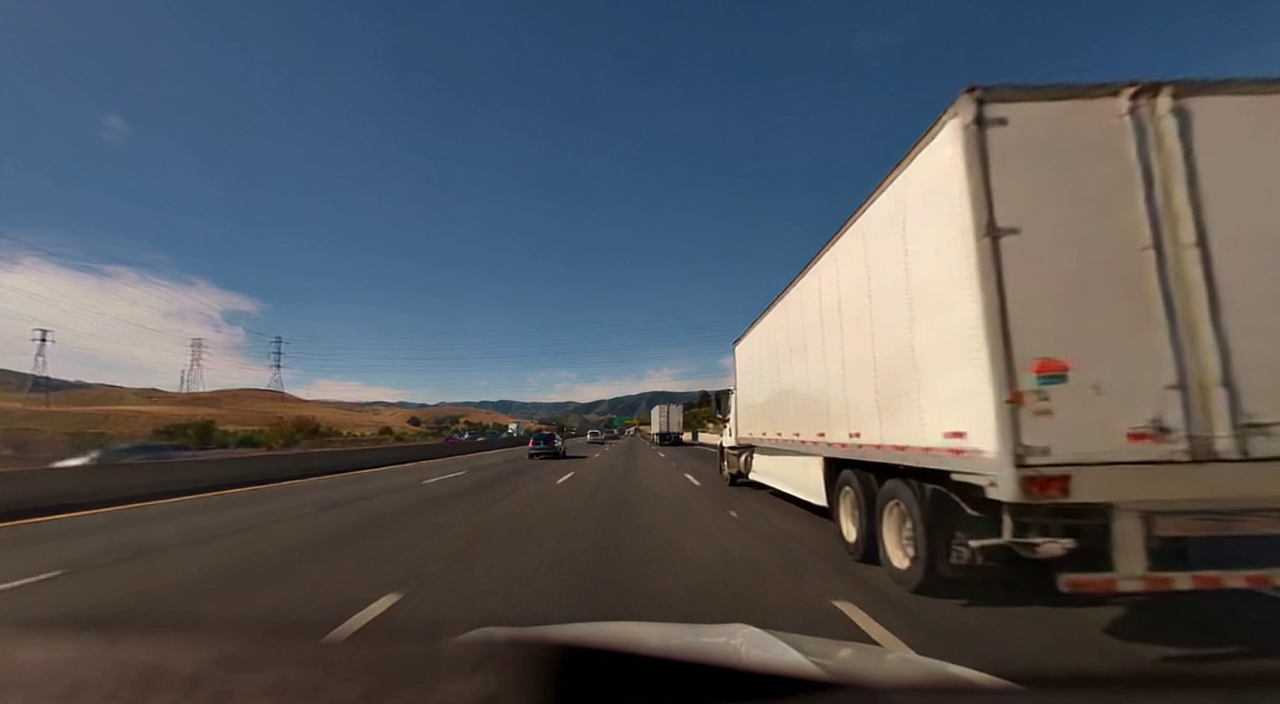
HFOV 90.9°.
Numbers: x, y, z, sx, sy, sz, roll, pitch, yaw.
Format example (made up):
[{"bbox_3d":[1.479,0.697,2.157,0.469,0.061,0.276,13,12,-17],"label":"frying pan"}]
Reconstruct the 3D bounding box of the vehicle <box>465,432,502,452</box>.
[{"bbox_3d":[-12.294,7.081,49.705,1.879,1.472,4.325,0,-7,-1],"label":"vehicle"}]

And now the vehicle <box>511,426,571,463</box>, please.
[{"bbox_3d":[-4.277,4.080,27.916,1.965,1.486,4.448,0,-7,0],"label":"vehicle"}]

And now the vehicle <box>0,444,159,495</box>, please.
[{"bbox_3d":[-18.878,3.875,21.246,1.806,1.454,4.468,0,-7,-1],"label":"vehicle"}]

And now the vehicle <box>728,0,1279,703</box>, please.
[{"bbox_3d":[3.658,0.335,8.412,3.060,3.842,11.095,0,-8,-2],"label":"vehicle"}]
